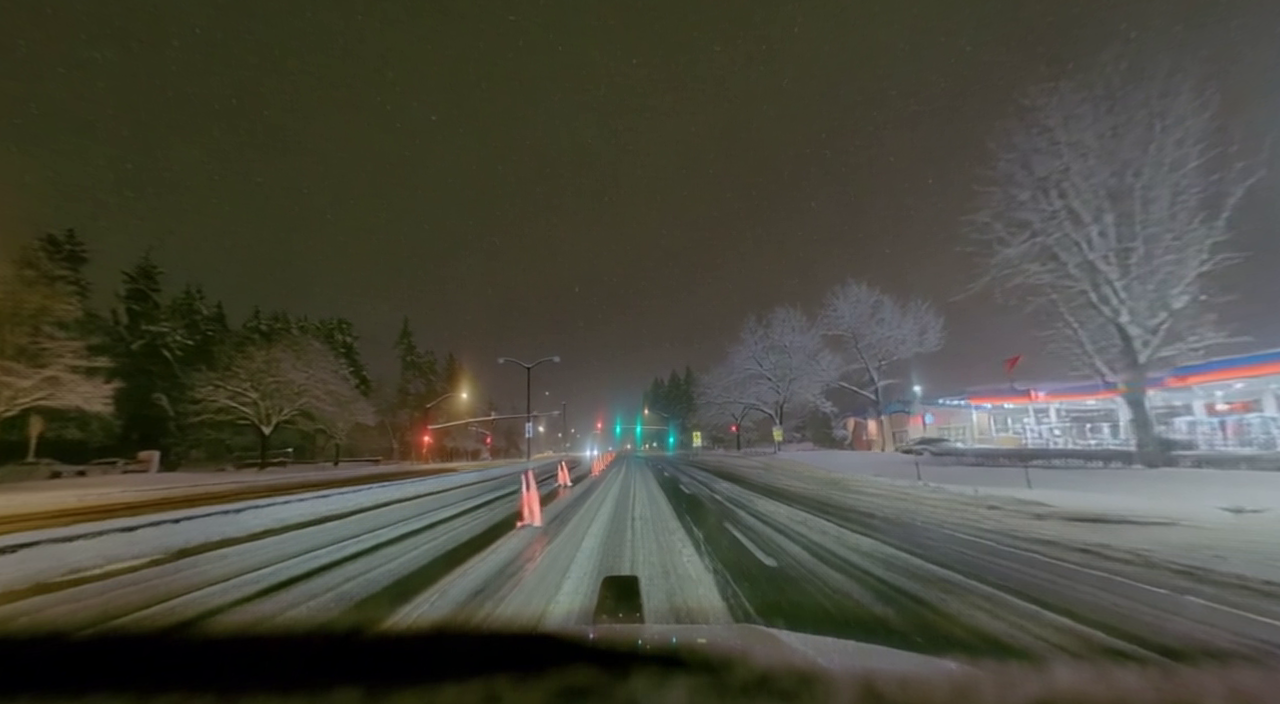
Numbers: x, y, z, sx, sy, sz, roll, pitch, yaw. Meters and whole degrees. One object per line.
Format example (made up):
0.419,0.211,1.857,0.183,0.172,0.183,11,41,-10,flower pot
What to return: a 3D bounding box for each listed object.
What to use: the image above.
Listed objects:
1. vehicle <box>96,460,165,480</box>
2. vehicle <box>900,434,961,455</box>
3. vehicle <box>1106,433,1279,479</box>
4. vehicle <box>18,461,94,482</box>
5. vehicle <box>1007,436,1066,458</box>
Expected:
-39.387,9.113,48.944,1.676,1.381,4.392,0,-8,1,vehicle
20.707,6.616,45.110,3.526,1.430,1.698,0,-9,1,vehicle
18.340,3.370,20.578,4.674,1.399,1.987,0,-8,0,vehicle
-45.002,9.183,48.784,1.876,1.475,4.116,0,-9,0,vehicle
29.750,7.166,47.566,1.784,1.567,3.930,-1,-9,-1,vehicle
